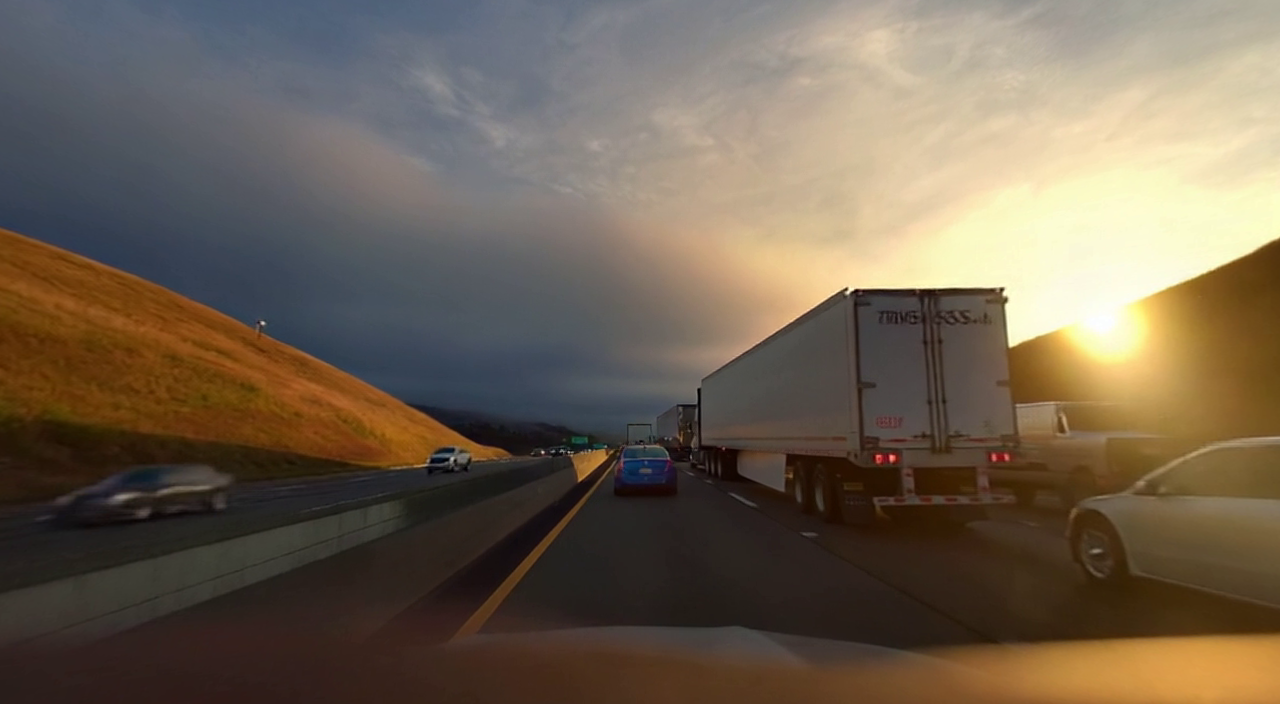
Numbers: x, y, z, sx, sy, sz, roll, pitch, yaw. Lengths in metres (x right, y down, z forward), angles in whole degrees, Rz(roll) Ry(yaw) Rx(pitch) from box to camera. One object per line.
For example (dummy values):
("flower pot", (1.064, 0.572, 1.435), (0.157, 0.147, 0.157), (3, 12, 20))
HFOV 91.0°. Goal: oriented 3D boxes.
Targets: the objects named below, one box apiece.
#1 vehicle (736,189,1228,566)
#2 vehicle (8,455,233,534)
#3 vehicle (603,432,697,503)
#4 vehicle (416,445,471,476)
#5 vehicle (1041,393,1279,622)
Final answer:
("vehicle", (4.521, 0.845, 11.973), (3.235, 4.197, 9.908), (0, -7, -3))
("vehicle", (-11.756, 3.195, 14.681), (1.940, 1.495, 3.889), (-1, -9, -1))
("vehicle", (0.193, 2.800, 15.676), (2.045, 1.507, 3.763), (-1, -8, -1))
("vehicle", (-11.867, 6.518, 38.232), (1.988, 1.727, 4.217), (-1, -8, 0))
("vehicle", (5.554, 1.044, 4.148), (1.888, 1.591, 4.815), (1, -8, -14))
